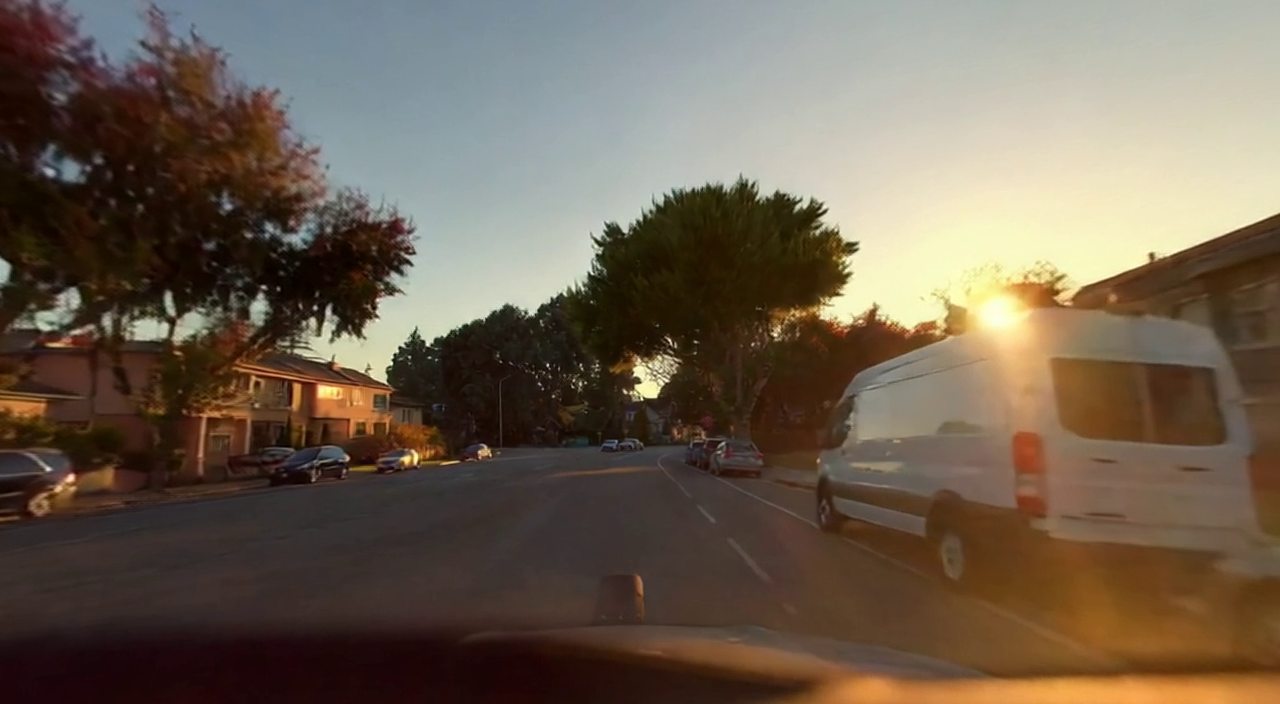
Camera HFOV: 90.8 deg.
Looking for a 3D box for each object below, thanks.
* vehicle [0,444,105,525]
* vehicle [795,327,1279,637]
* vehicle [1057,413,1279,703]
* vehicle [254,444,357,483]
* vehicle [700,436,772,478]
[{"bbox_3d":[-14.128,2.689,12.766,2.045,1.636,5.214,0,-8,1],"label":"vehicle"},{"bbox_3d":[3.741,1.287,7.221,2.521,2.168,5.478,0,-8,0],"label":"vehicle"},{"bbox_3d":[3.872,0.870,1.871,1.994,1.450,4.662,0,-8,-2],"label":"vehicle"},{"bbox_3d":[-14.448,4.792,27.671,1.923,1.535,4.862,0,-8,-1],"label":"vehicle"},{"bbox_3d":[3.643,4.074,24.747,1.956,1.468,4.524,0,-8,-2],"label":"vehicle"}]
